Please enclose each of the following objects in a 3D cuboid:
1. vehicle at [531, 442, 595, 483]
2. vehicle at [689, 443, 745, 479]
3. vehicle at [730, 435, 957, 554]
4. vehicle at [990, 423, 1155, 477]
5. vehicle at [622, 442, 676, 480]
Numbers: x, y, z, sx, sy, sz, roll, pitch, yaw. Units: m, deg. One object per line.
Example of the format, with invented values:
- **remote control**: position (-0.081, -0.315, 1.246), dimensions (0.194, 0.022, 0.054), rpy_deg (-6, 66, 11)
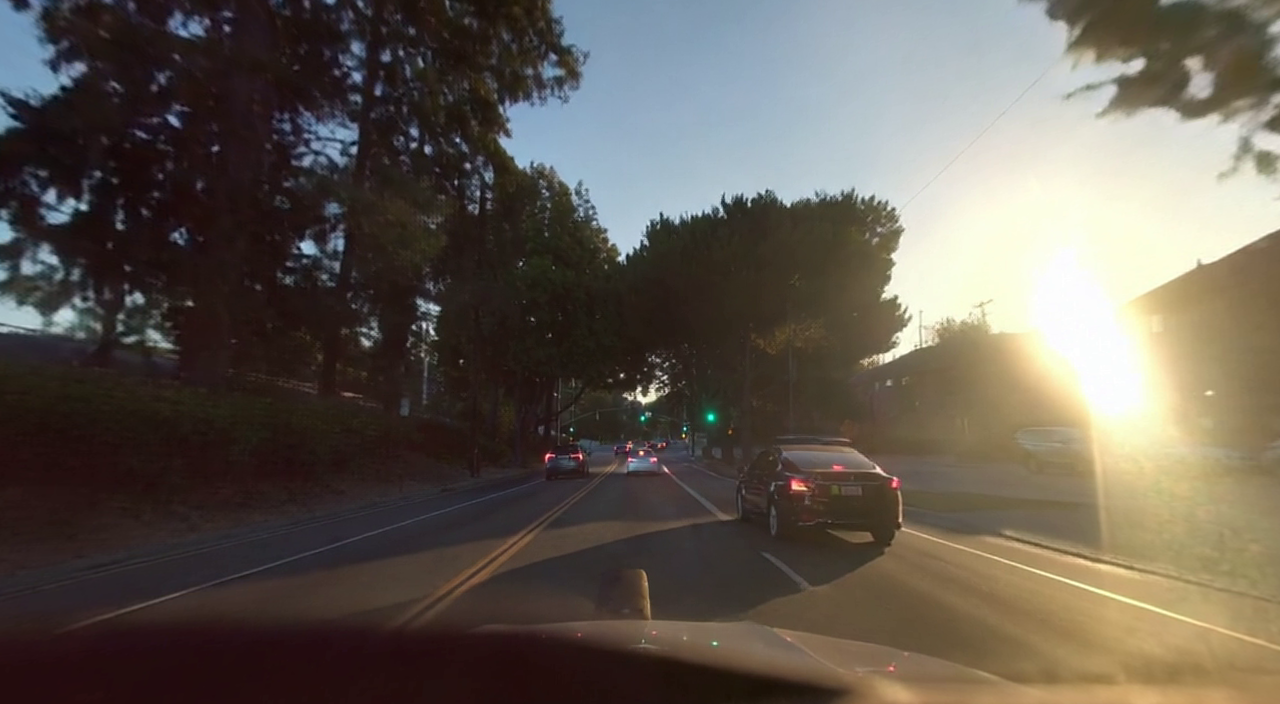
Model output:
- **vehicle**: position (-3.030, 4.467, 25.778), dimensions (2.012, 1.505, 4.205), rpy_deg (0, -8, 1)
- **vehicle**: position (3.398, 4.851, 28.447), dimensions (1.943, 1.484, 4.030), rpy_deg (0, -8, -1)
- **vehicle**: position (2.904, 2.130, 10.258), dimensions (2.158, 1.483, 4.415), rpy_deg (0, -8, -1)
- **vehicle**: position (16.607, 3.870, 24.722), dimensions (2.478, 1.836, 5.409), rpy_deg (0, -9, -2)
- **vehicle**: position (0.334, 4.574, 26.794), dimensions (2.101, 1.467, 4.210), rpy_deg (0, -8, 0)
